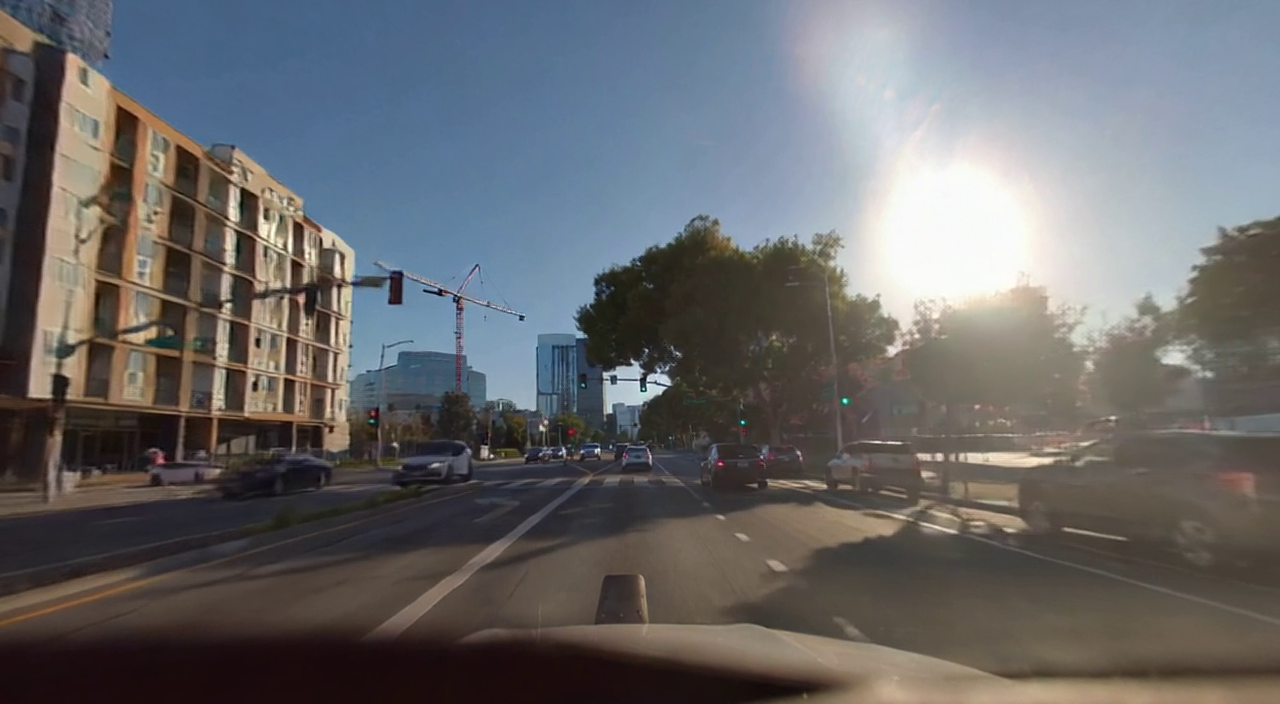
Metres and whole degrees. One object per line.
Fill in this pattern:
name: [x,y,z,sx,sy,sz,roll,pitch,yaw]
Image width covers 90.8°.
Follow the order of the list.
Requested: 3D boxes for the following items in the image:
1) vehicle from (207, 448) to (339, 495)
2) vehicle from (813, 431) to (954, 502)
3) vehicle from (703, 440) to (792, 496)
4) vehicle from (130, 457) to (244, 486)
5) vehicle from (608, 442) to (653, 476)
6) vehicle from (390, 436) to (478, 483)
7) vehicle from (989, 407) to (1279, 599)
vehicle: [-12.629,4.101,22.142,1.943,1.473,4.463,0,-9,0]
vehicle: [7.185,3.425,19.453,2.125,1.838,5.555,0,-9,0]
vehicle: [3.097,3.418,19.042,1.910,1.474,4.003,0,-9,-1]
vehicle: [-24.364,6.411,34.102,4.575,1.414,1.895,0,-9,-5]
vehicle: [-0.442,5.040,30.045,2.006,1.487,3.535,0,-9,0]
vehicle: [-8.366,4.403,26.179,2.115,1.723,4.698,0,-9,0]
vehicle: [7.349,1.775,8.215,2.317,1.852,5.530,0,-9,-2]
